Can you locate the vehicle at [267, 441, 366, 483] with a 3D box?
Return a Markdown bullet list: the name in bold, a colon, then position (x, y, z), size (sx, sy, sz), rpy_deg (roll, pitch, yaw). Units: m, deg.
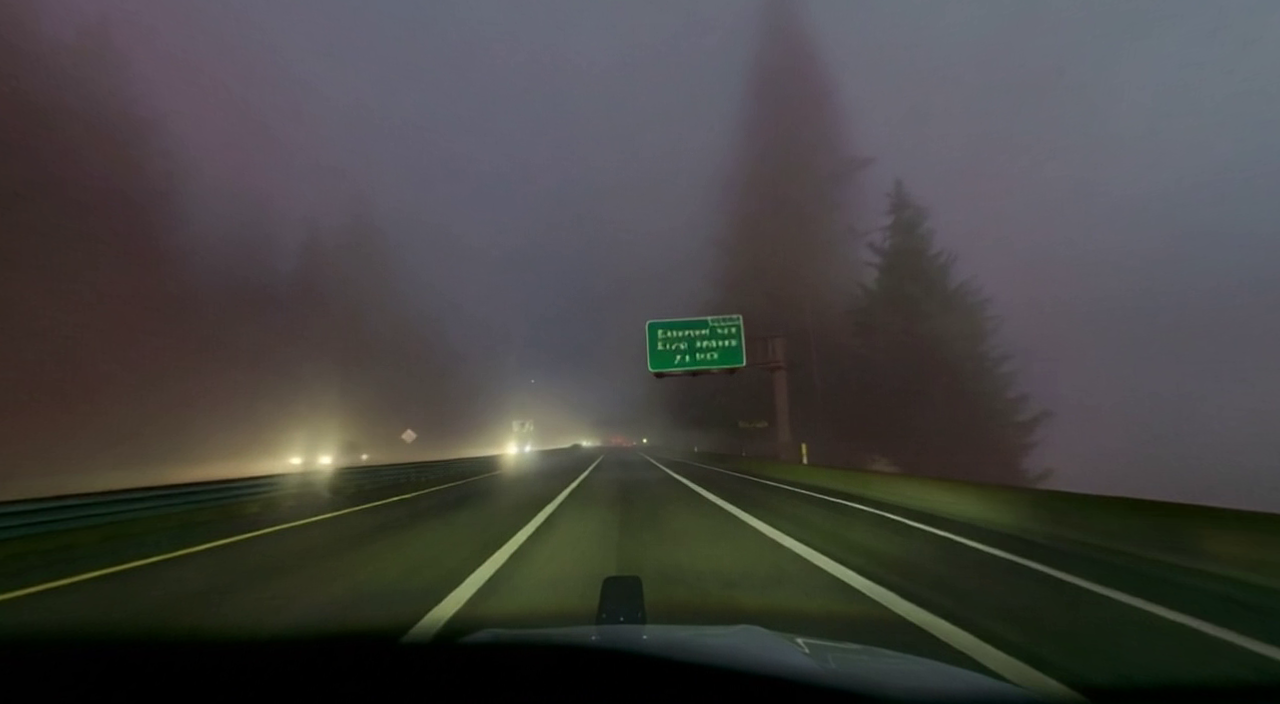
- **vehicle**: position (-13.131, 4.465, 25.919), size (1.954, 1.555, 4.120), rpy_deg (0, -9, -2)
